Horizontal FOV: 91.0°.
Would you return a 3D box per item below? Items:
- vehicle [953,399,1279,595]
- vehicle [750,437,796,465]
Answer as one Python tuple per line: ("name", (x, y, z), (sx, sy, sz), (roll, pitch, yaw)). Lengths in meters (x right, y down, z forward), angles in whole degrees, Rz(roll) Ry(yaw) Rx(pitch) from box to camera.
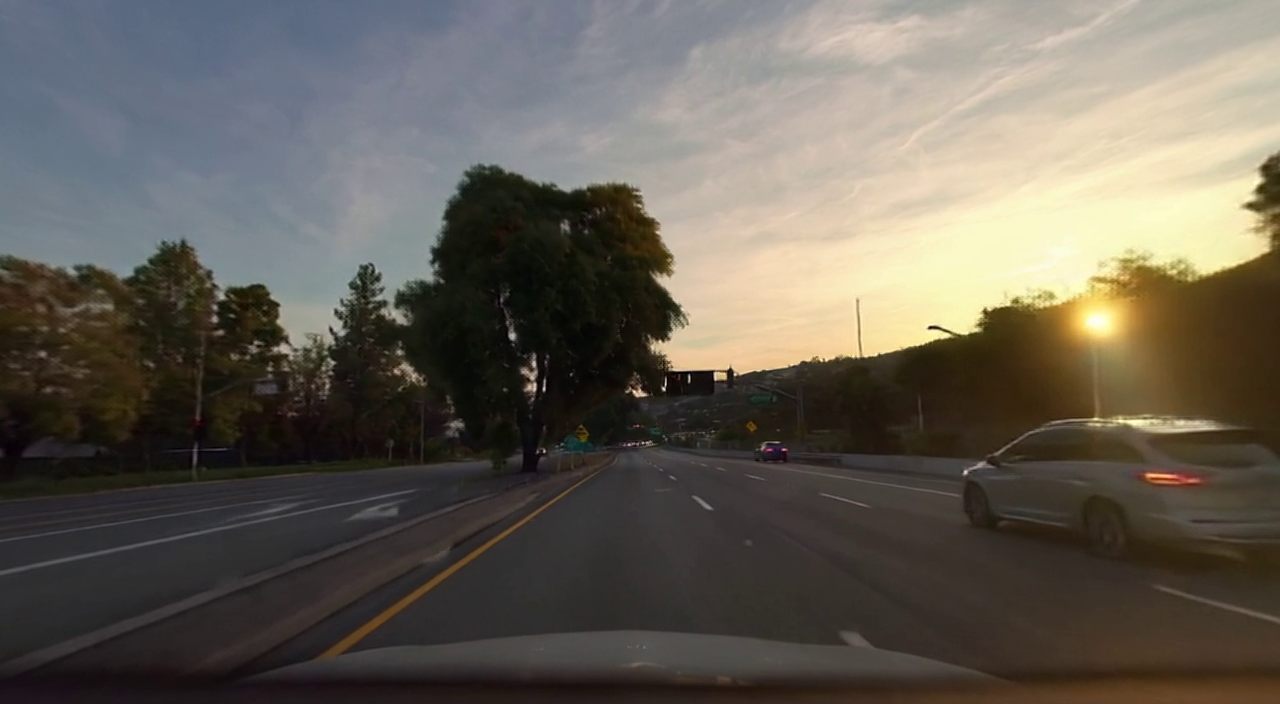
("vehicle", (6.188, 1.601, 7.853), (2.066, 1.683, 4.675), (0, -9, -1))
("vehicle", (9.497, 7.109, 45.314), (2.170, 1.830, 4.720), (0, -9, -1))
